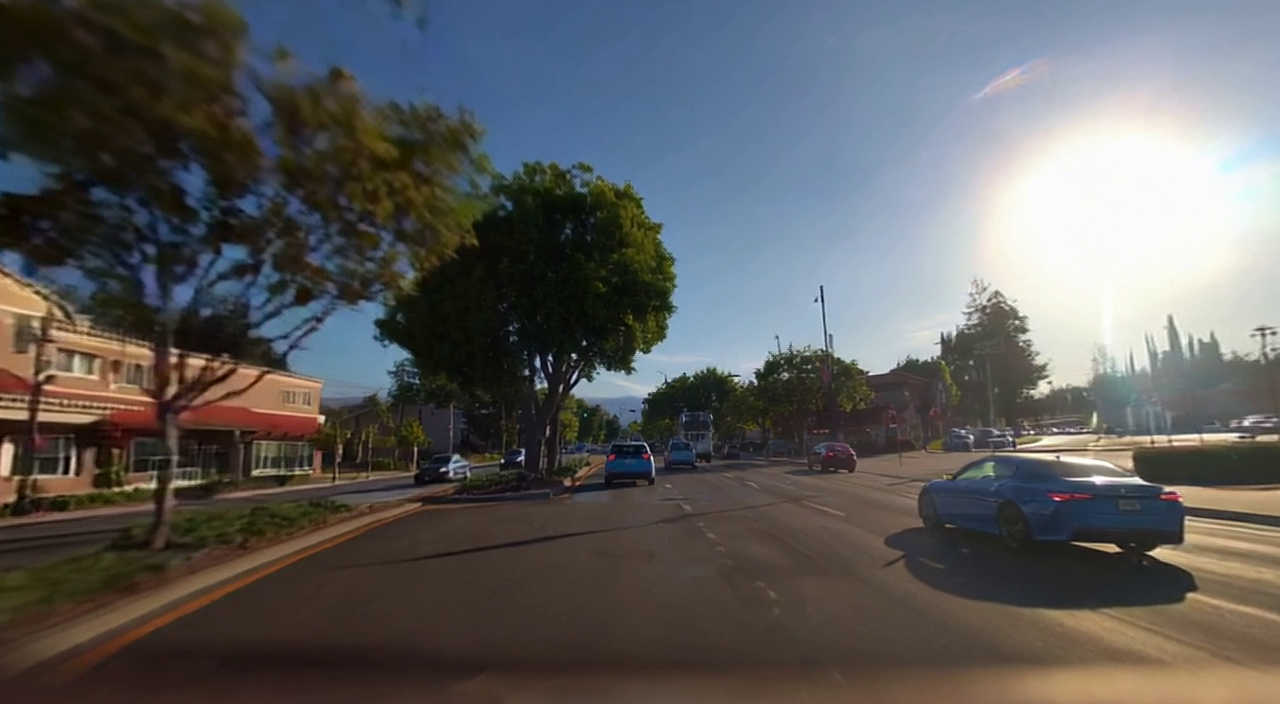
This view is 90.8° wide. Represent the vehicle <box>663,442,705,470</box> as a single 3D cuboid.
[{"bbox_3d":[2.500,6.025,36.743,2.078,1.471,4.142,-1,-9,-1],"label":"vehicle"}]

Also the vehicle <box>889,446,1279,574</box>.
[{"bbox_3d":[5.555,1.987,8.825,2.258,1.294,4.312,0,-9,-2],"label":"vehicle"}]

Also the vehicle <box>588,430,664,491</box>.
[{"bbox_3d":[-0.475,3.567,20.991,2.266,1.762,4.131,-1,-9,-1],"label":"vehicle"}]

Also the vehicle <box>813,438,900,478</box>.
[{"bbox_3d":[8.954,4.418,26.538,2.045,1.484,4.342,-1,-9,-1],"label":"vehicle"}]

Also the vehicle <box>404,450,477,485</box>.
[{"bbox_3d":[-9.536,5.534,30.577,1.989,1.542,4.435,-1,-9,1],"label":"vehicle"}]
